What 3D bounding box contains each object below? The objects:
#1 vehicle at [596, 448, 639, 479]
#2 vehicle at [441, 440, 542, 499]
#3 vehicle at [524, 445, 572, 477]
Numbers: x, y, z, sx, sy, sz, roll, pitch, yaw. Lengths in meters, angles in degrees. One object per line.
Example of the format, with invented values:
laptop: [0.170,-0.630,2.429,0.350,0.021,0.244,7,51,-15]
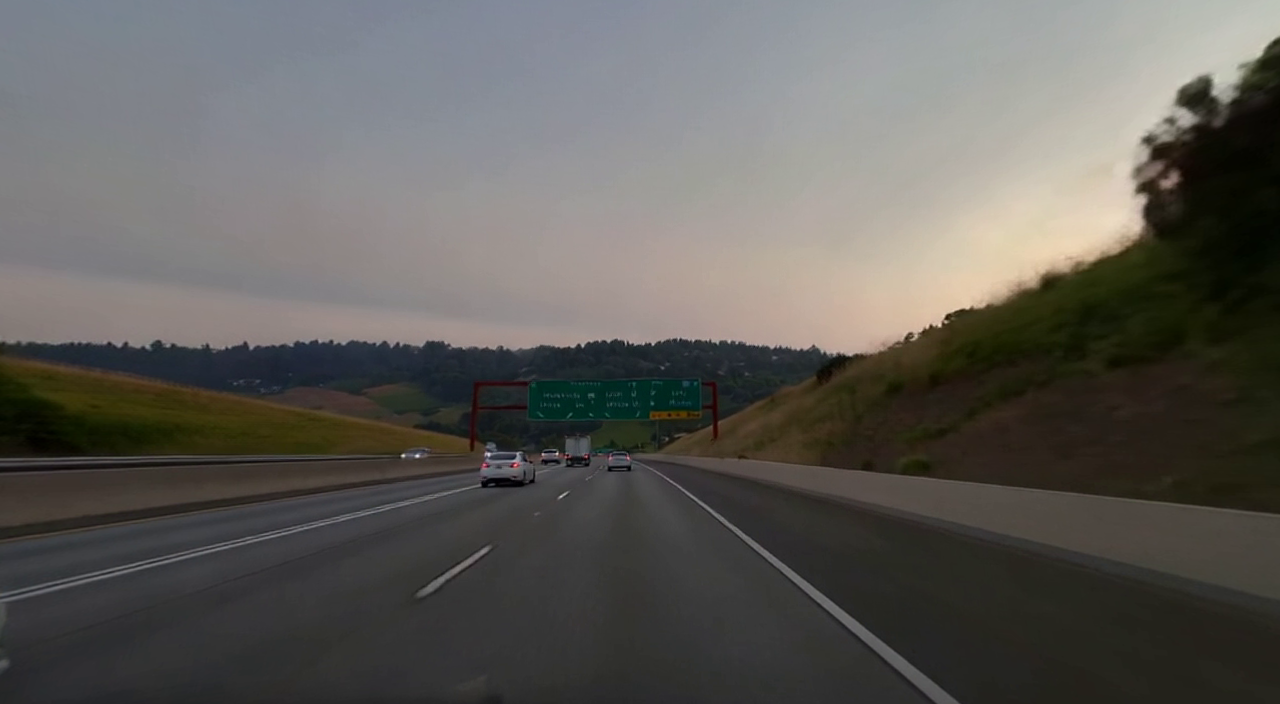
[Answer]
vehicle: [-1.146,5.587,31.956,1.988,1.440,4.201,0,-9,-2]
vehicle: [-4.493,3.633,19.833,2.208,1.619,4.162,0,-9,0]
vehicle: [-4.971,5.953,34.753,2.118,1.624,4.032,0,-9,-1]
